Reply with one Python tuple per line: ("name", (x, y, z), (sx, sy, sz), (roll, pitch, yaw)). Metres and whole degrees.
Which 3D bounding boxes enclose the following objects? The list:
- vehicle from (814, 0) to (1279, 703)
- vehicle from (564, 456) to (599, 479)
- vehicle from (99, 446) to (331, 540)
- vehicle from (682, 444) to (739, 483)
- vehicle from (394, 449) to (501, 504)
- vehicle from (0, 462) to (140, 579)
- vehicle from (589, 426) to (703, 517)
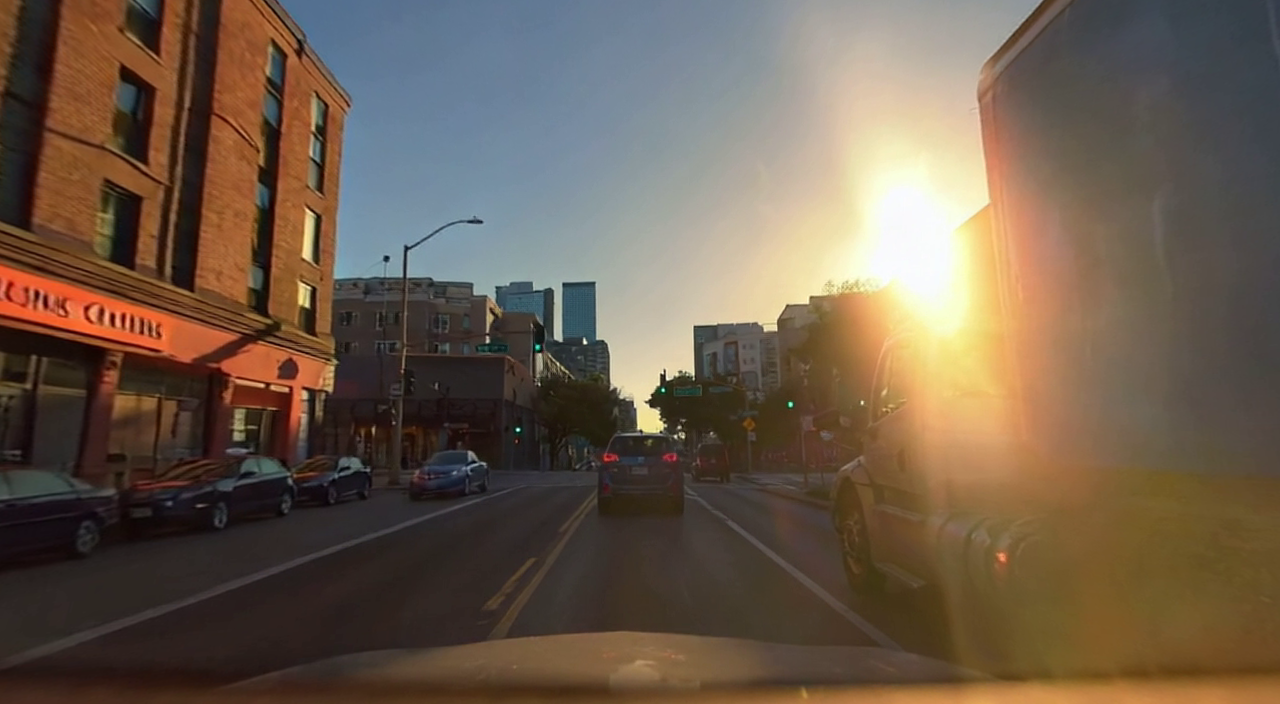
("vehicle", (3.298, -0.217, 1.410), (2.913, 3.771, 9.716), (0, -8, -1))
("vehicle", (-4.115, 8.213, 45.180), (2.152, 1.459, 4.484), (0, -8, 0))
("vehicle", (-8.965, 2.943, 13.954), (2.084, 1.686, 4.422), (0, -8, -1))
("vehicle", (3.251, 5.248, 30.138), (2.159, 1.696, 4.316), (0, -8, -1))
("vehicle", (-5.912, 3.853, 20.051), (1.947, 1.462, 4.640), (0, -8, 0))
("vehicle", (-8.817, 2.122, 7.841), (1.805, 1.379, 4.359), (0, -8, -3))
("vehicle", (0.178, 2.735, 14.994), (2.283, 1.783, 4.548), (0, -8, 1))
